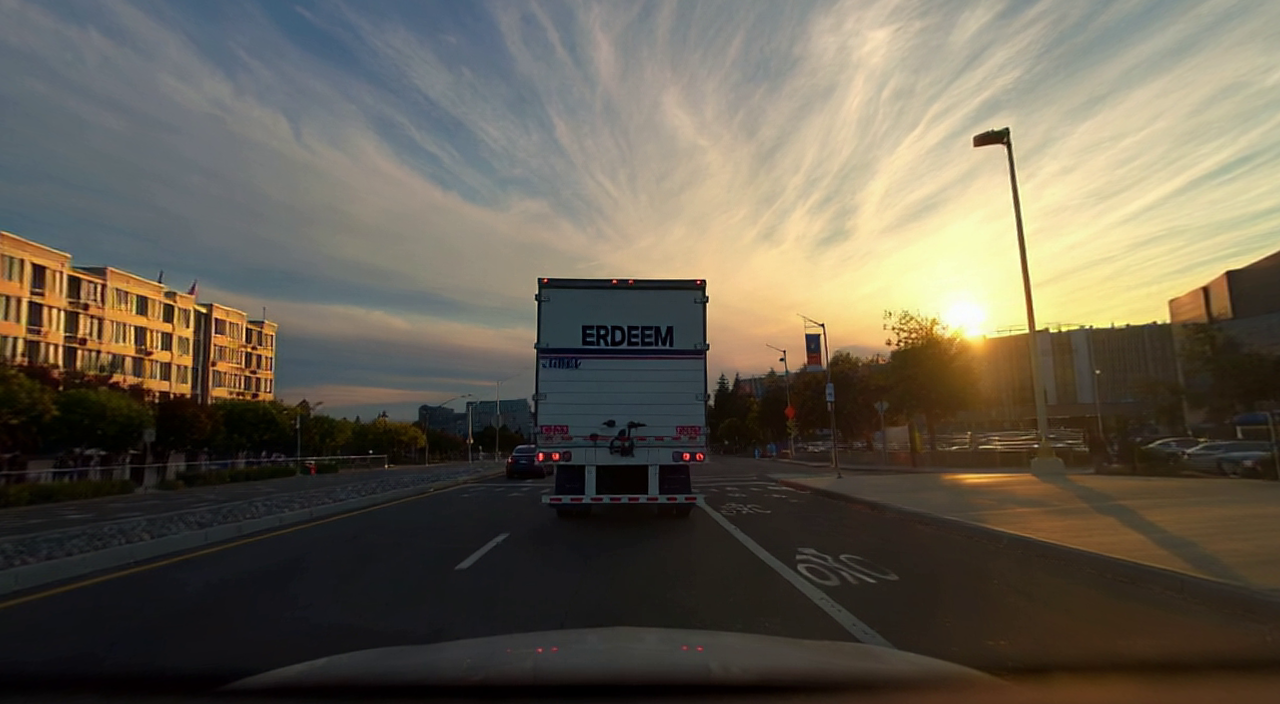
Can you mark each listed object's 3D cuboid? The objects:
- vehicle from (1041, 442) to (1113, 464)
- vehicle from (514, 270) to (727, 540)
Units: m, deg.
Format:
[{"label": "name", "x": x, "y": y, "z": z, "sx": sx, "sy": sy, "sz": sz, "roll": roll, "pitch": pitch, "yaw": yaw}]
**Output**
[{"label": "vehicle", "x": 31.367, "y": 7.219, "z": 45.171, "sx": 1.652, "sy": 1.423, "sz": 3.797, "roll": 5, "pitch": -9, "yaw": -35}, {"label": "vehicle", "x": -0.176, "y": 1.316, "z": 13.355, "sx": 2.876, "sy": 3.724, "sz": 9.351, "roll": -1, "pitch": -8, "yaw": 1}]
